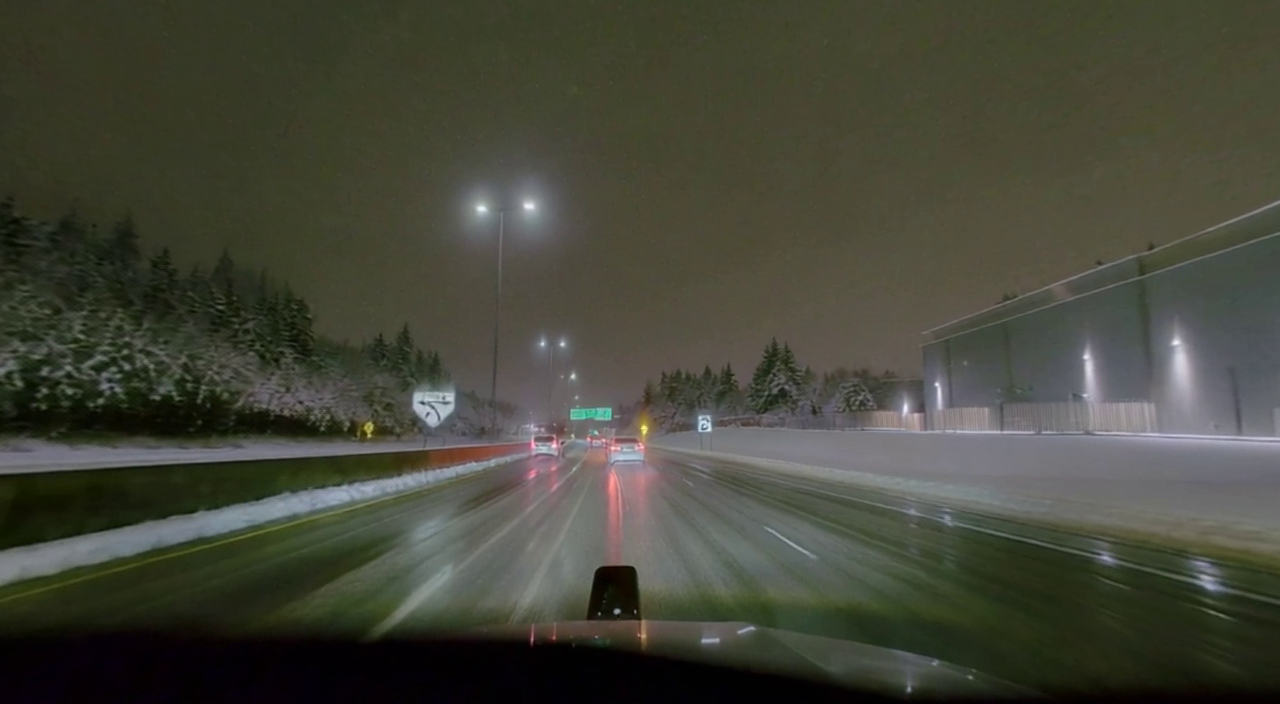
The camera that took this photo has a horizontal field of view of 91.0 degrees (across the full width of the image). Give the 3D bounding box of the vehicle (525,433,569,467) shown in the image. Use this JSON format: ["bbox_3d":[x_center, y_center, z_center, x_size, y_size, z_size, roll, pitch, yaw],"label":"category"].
[{"bbox_3d":[-5.209,5.551,35.804,2.080,1.733,4.410,0,-8,-3],"label":"vehicle"}]

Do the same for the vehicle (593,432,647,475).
[{"bbox_3d":[-0.897,4.237,26.466,2.078,1.608,3.982,0,-8,-3],"label":"vehicle"}]
